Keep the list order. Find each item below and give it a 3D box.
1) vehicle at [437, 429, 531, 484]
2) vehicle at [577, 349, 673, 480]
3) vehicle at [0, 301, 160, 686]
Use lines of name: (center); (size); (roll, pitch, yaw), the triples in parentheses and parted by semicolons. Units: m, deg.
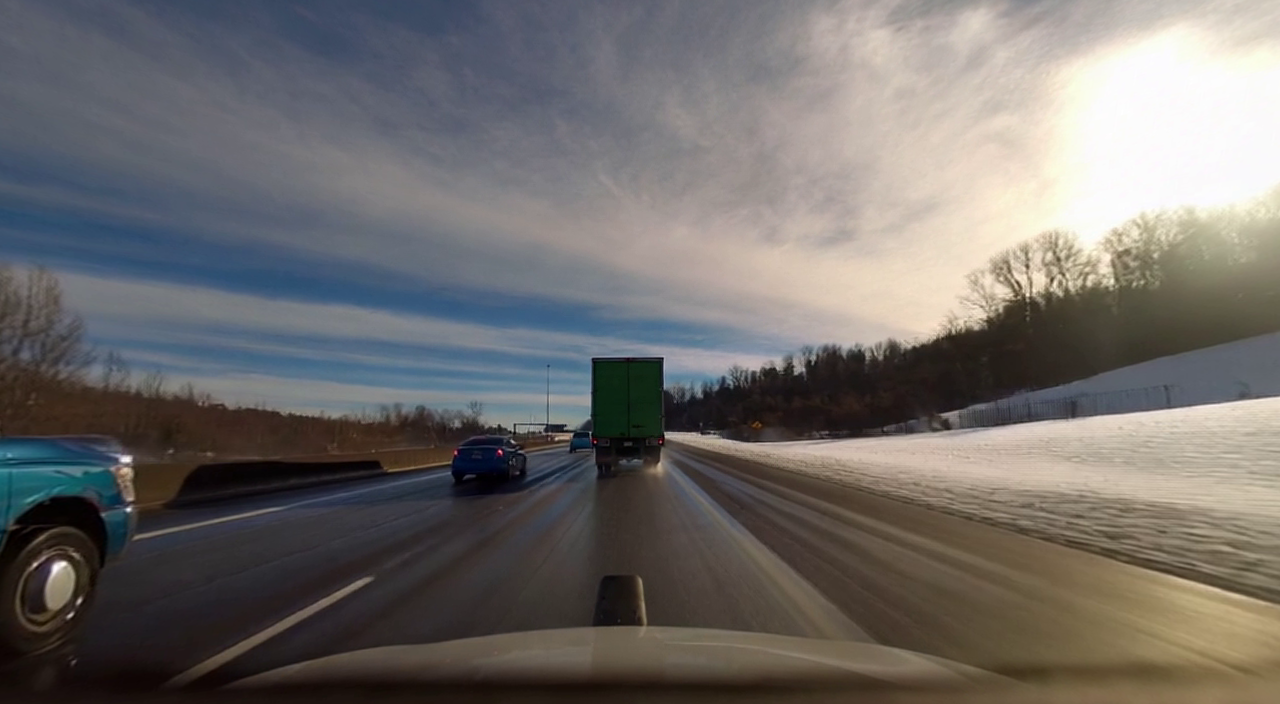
vehicle: (-4.845, 3.298, 20.248); (1.931, 1.539, 4.441); (0, -8, -1)
vehicle: (-0.508, 2.588, 24.520); (2.953, 4.041, 10.072); (0, -8, -1)
vehicle: (-4.382, 0.534, 1.768); (2.168, 1.985, 4.952); (0, -8, -1)
